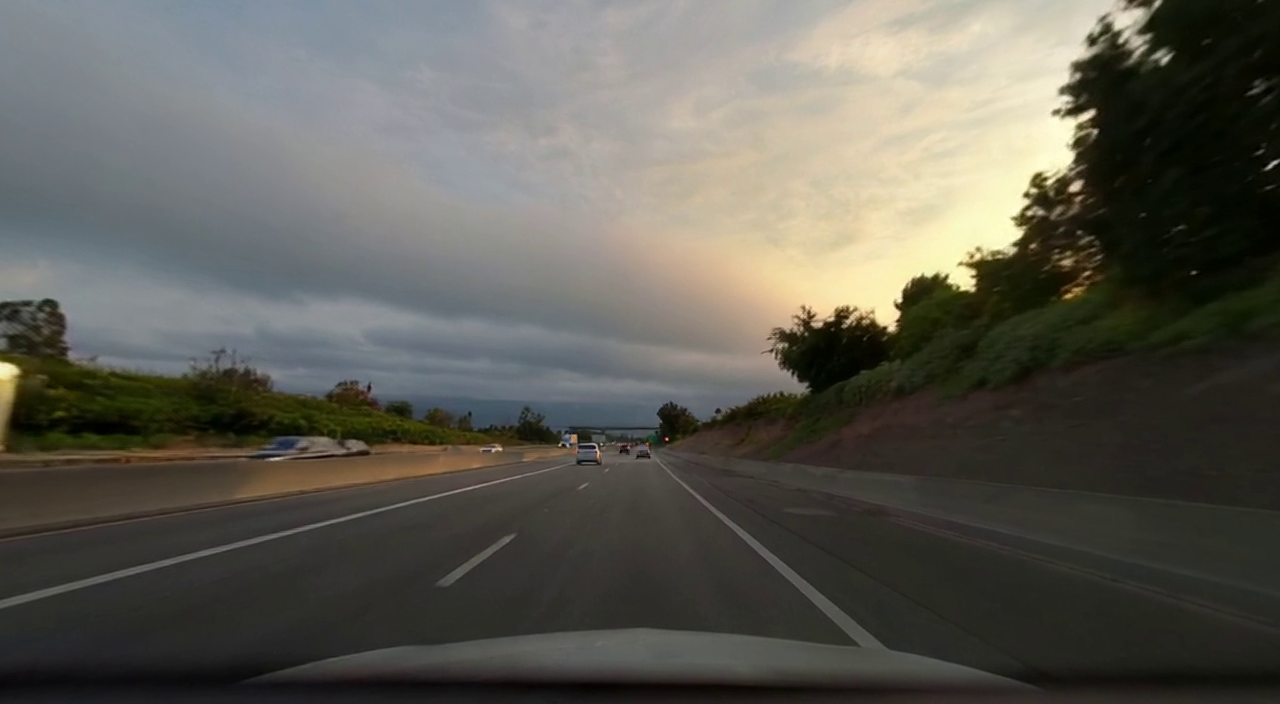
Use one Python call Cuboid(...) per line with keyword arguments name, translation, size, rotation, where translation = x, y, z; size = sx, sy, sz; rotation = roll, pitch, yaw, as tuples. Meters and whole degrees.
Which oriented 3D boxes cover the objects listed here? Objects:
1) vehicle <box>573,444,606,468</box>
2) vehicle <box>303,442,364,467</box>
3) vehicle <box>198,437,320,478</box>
Cuboid(name="vehicle", translation=(-3.486, 7.246, 44.032), size=(1.921, 1.536, 3.920), rotation=(0, -9, 0))
Cuboid(name="vehicle", translation=(-18.621, 6.255, 38.509), size=(1.779, 1.449, 3.824), rotation=(0, -9, 0))
Cuboid(name="vehicle", translation=(-15.080, 4.206, 25.355), size=(2.021, 1.462, 4.592), rotation=(0, -9, 0))
